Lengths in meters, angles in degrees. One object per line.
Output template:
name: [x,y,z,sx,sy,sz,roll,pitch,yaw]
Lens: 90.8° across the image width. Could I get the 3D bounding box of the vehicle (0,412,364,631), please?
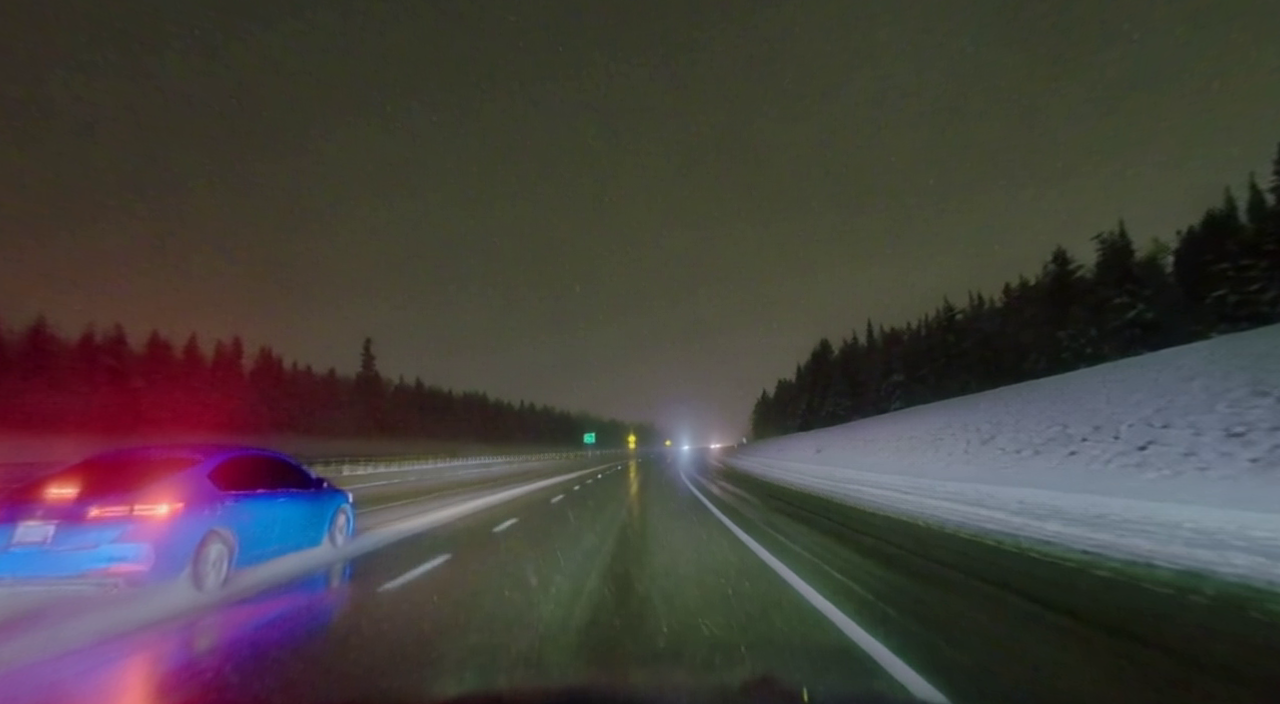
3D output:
vehicle: [-4.607,1.462,6.324,1.928,1.504,3.745,0,-9,0]
